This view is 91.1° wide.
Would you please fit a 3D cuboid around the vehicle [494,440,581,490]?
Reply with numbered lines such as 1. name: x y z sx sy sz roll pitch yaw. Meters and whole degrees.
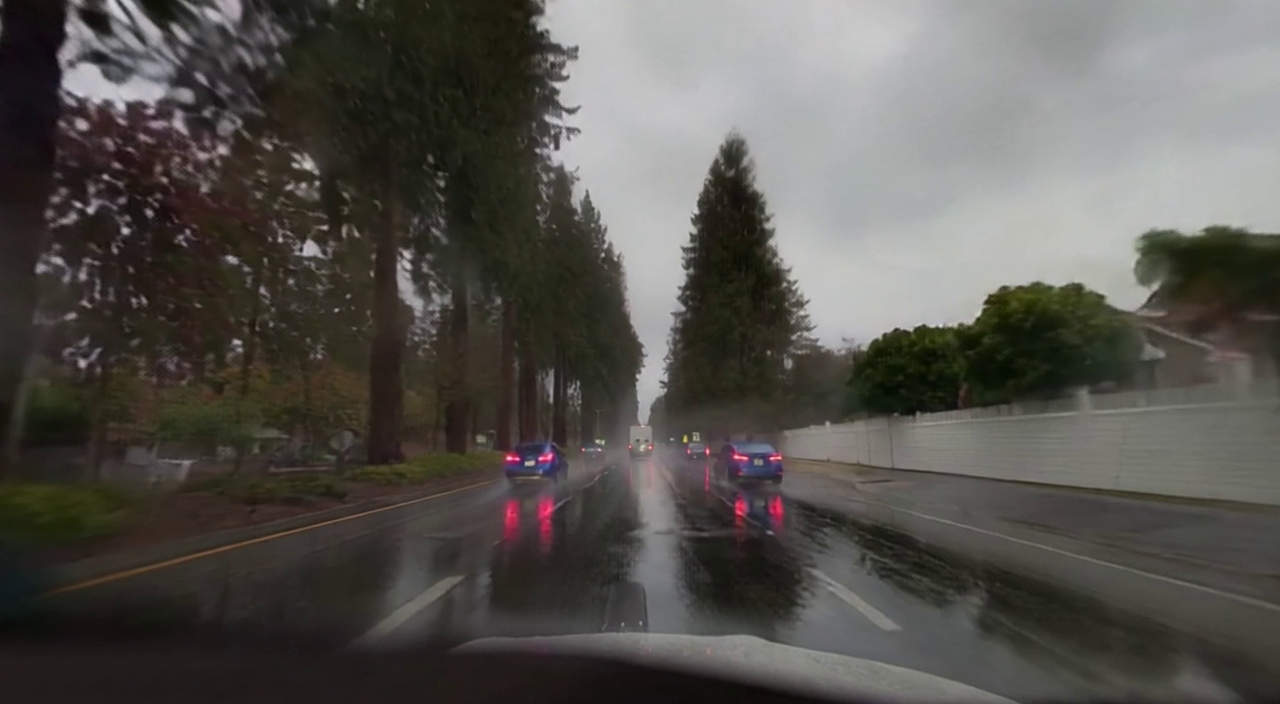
1. vehicle: -3.309 3.730 21.225 2.036 1.474 4.647 0 -8 2

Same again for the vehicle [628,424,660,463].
1. vehicle: 0.324 6.961 47.724 2.311 2.726 5.814 0 -8 1

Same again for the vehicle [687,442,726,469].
1. vehicle: 4.089 6.443 39.288 1.905 1.520 4.340 1 -8 -1

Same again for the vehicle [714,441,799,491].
1. vehicle: 3.653 3.646 20.513 1.945 1.469 4.258 0 -8 0

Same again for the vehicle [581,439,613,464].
1. vehicle: -3.202 7.437 47.143 2.021 1.715 4.329 0 -8 1
